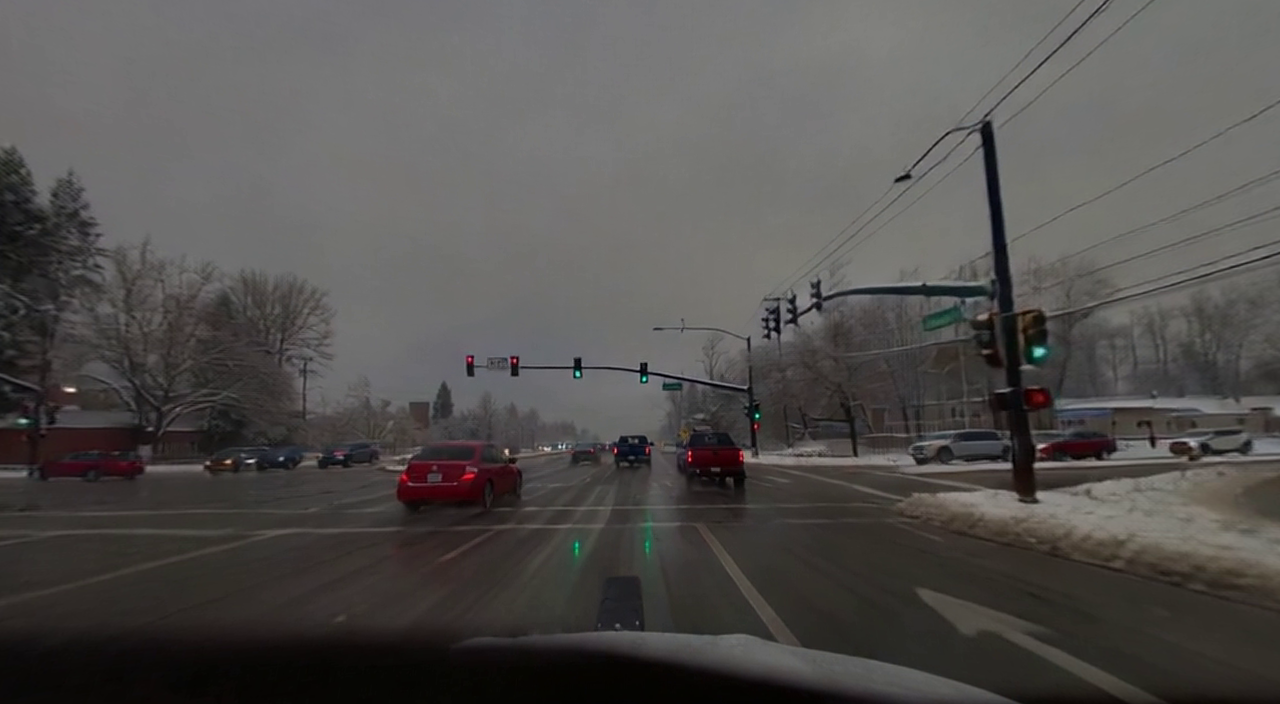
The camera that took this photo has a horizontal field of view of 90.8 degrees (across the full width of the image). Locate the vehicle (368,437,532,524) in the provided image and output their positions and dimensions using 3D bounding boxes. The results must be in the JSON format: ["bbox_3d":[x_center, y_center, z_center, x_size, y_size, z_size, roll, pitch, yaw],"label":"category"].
[{"bbox_3d":[-3.716,2.588,13.350,1.939,1.494,4.499,0,-8,2],"label":"vehicle"}]

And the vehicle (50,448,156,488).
[{"bbox_3d":[-23.017,4.908,27.053,4.214,1.557,2.016,-5,-10,30],"label":"vehicle"}]

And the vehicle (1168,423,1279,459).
[{"bbox_3d":[31.285,4.723,33.446,4.848,1.769,2.301,2,-9,-8],"label":"vehicle"}]

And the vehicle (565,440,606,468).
[{"bbox_3d":[-3.629,6.914,42.964,2.273,1.749,4.385,0,-8,2],"label":"vehicle"}]

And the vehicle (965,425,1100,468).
[{"bbox_3d":[17.350,4.232,28.025,4.782,1.768,2.152,2,-9,-11],"label":"vehicle"}]

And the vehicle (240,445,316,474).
[{"bbox_3d":[-24.484,7.289,42.999,2.224,1.759,4.994,-4,-9,0],"label":"vehicle"}]

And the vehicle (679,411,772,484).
[{"bbox_3d":[3.323,3.975,26.421,2.905,2.636,6.895,0,-8,0],"label":"vehicle"}]

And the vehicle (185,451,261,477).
[{"bbox_3d":[-28.125,7.557,42.832,1.985,1.609,4.536,-1,-9,1],"label":"vehicle"}]

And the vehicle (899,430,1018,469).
[{"bbox_3d":[15.392,4.726,30.649,4.681,1.756,2.109,2,-9,-9],"label":"vehicle"}]

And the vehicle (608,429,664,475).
[{"bbox_3d":[-0.093,5.192,33.005,2.643,2.145,5.585,-1,-8,3],"label":"vehicle"}]
